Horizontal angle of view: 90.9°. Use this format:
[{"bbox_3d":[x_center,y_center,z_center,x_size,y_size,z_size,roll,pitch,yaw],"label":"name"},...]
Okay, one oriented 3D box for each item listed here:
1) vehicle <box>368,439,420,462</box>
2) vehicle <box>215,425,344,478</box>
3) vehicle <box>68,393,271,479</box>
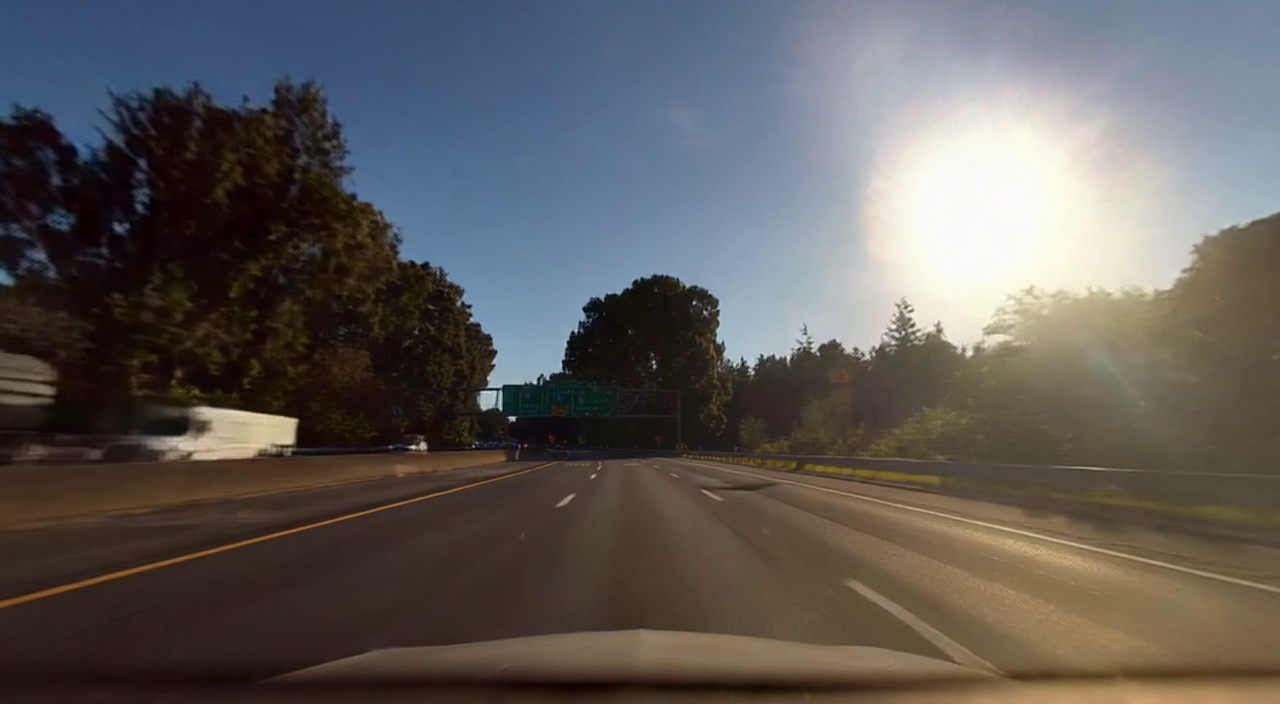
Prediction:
[{"bbox_3d":[-17.257,6.950,44.476,2.046,1.473,4.380,0,-9,-2],"label":"vehicle"},{"bbox_3d":[-12.121,3.389,21.560,2.012,1.641,4.081,0,-9,-1],"label":"vehicle"},{"bbox_3d":[-16.247,3.042,22.478,2.459,2.630,6.223,0,-9,-1],"label":"vehicle"}]
